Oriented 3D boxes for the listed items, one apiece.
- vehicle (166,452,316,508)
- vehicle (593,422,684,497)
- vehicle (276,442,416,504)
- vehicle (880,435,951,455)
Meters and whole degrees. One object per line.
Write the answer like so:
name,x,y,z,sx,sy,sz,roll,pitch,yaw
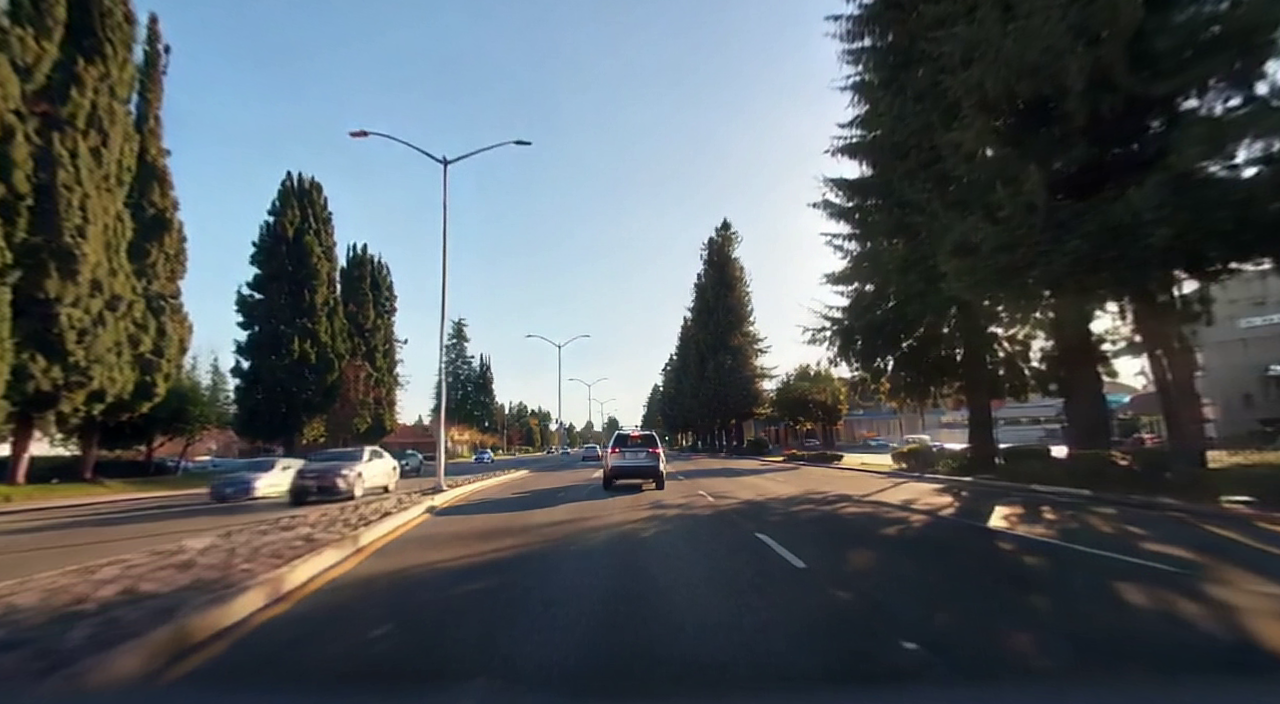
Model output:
vehicle,-12.395,3.962,20.054,1.866,1.491,4.495,0,-8,-1
vehicle,-0.213,3.105,18.651,2.300,1.870,4.936,0,-8,-4
vehicle,-8.643,3.562,19.091,2.120,1.628,4.331,0,-8,0
vehicle,20.603,6.963,47.401,4.339,1.456,2.030,0,-8,-3
